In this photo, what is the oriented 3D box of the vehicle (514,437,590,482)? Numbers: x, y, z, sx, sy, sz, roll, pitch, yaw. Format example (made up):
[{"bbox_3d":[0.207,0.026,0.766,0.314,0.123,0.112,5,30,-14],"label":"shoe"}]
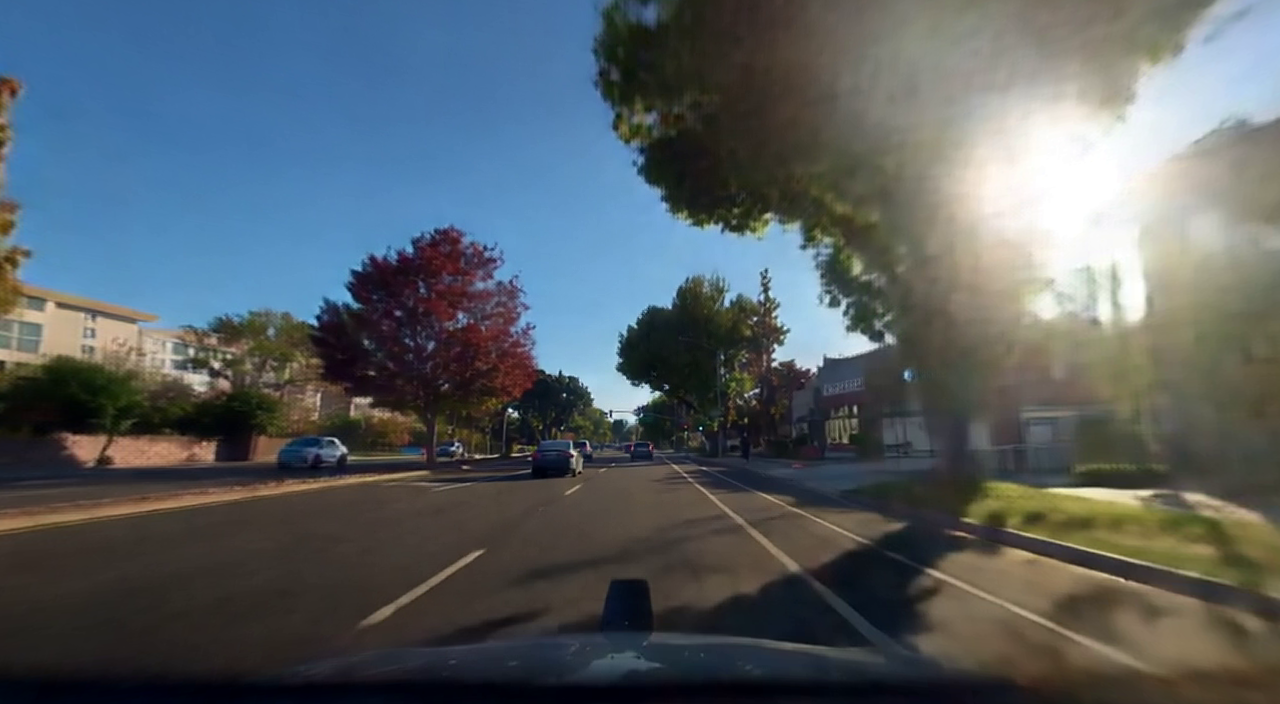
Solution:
[{"bbox_3d":[-3.032,3.829,22.769,2.015,1.470,4.458,0,-8,1],"label":"vehicle"}]

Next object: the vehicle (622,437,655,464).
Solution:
[{"bbox_3d":[-0.103,6.718,43.166,2.153,1.764,4.047,0,-8,0],"label":"vehicle"}]

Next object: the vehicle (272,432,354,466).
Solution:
[{"bbox_3d":[-17.357,5.174,33.747,2.032,1.689,4.624,0,-8,-2],"label":"vehicle"}]
